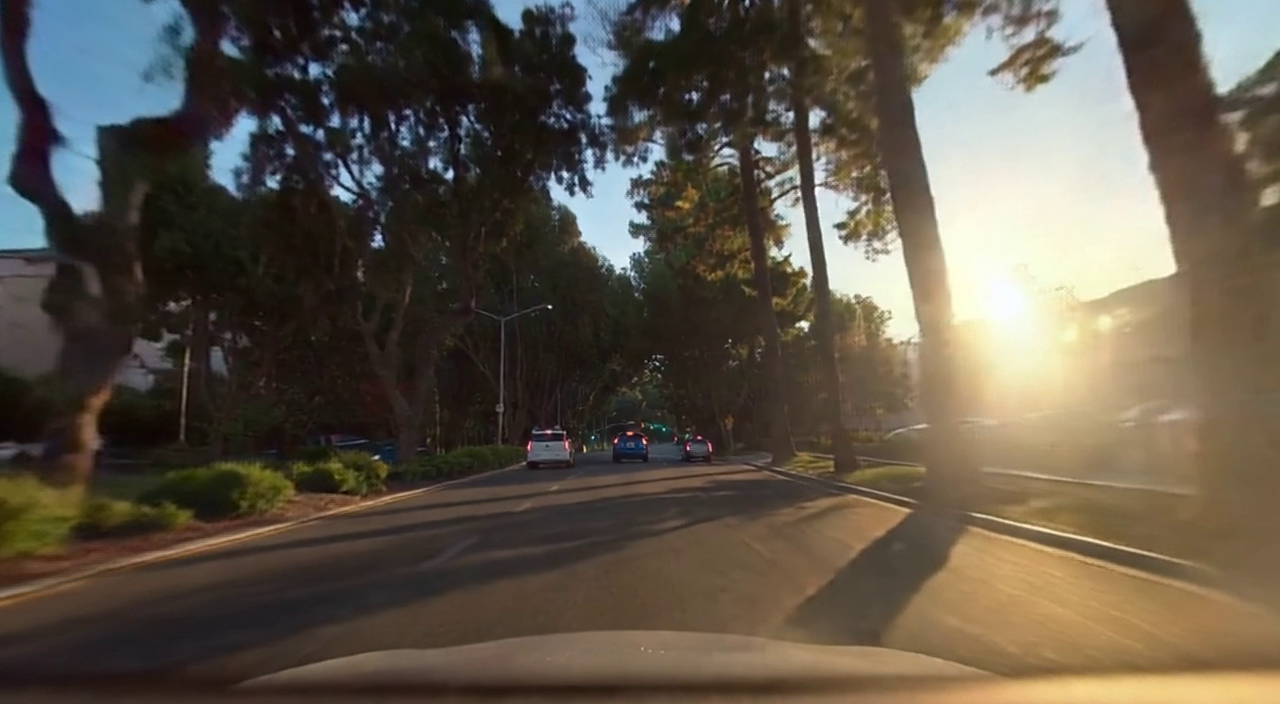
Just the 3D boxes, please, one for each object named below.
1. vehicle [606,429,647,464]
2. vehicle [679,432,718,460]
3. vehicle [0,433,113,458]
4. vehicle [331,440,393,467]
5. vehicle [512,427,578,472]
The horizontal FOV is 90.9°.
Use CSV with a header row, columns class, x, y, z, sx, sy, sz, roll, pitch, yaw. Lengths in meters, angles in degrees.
class,x,y,z,sx,sy,sz,roll,pitch,yaw
vehicle,-0.650,4.938,33.121,2.022,1.700,4.084,0,-8,0
vehicle,3.441,5.607,37.585,1.847,1.554,4.052,0,-8,-1
vehicle,-35.338,5.639,37.951,1.883,1.383,5.637,-1,-9,8
vehicle,-19.776,7.225,45.060,2.128,1.841,5.012,0,-8,0
vehicle,-3.879,4.079,26.475,2.047,1.710,4.314,0,-8,1
